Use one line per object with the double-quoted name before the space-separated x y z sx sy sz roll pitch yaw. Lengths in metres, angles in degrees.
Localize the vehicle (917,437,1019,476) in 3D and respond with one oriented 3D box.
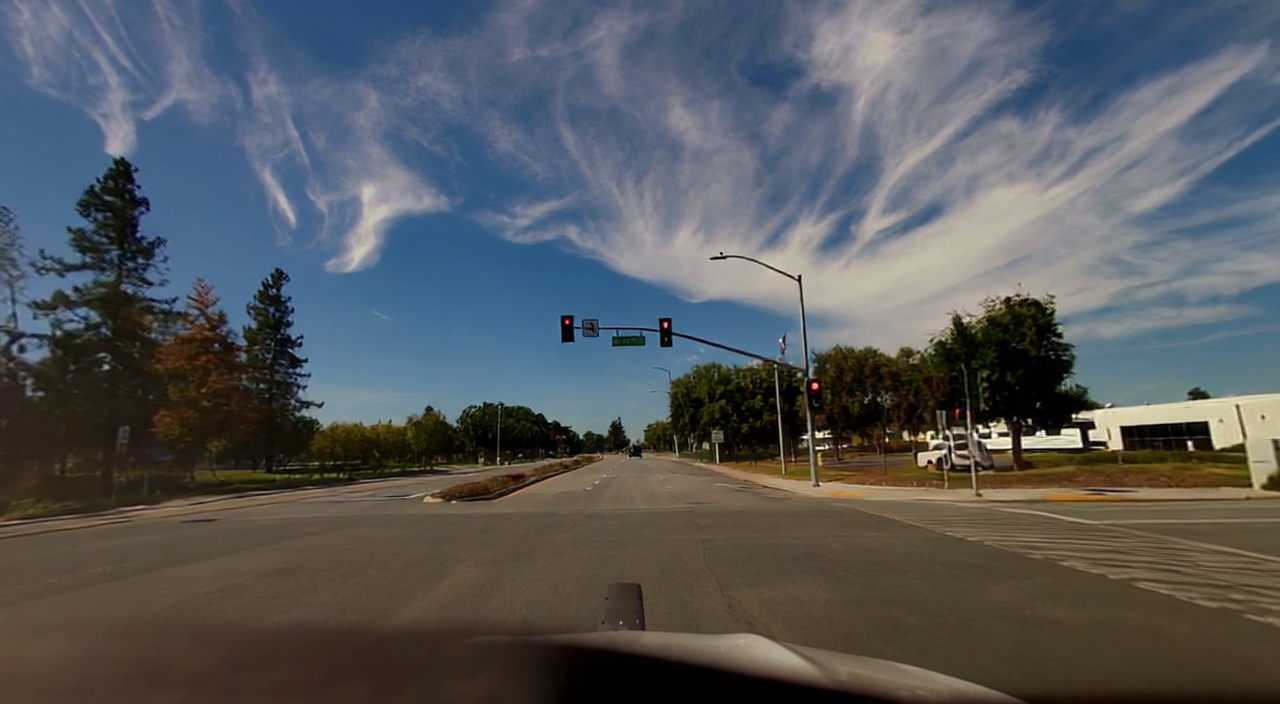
"vehicle" 15.057 4.834 29.354 1.959 1.471 4.570 -4 -9 -5
